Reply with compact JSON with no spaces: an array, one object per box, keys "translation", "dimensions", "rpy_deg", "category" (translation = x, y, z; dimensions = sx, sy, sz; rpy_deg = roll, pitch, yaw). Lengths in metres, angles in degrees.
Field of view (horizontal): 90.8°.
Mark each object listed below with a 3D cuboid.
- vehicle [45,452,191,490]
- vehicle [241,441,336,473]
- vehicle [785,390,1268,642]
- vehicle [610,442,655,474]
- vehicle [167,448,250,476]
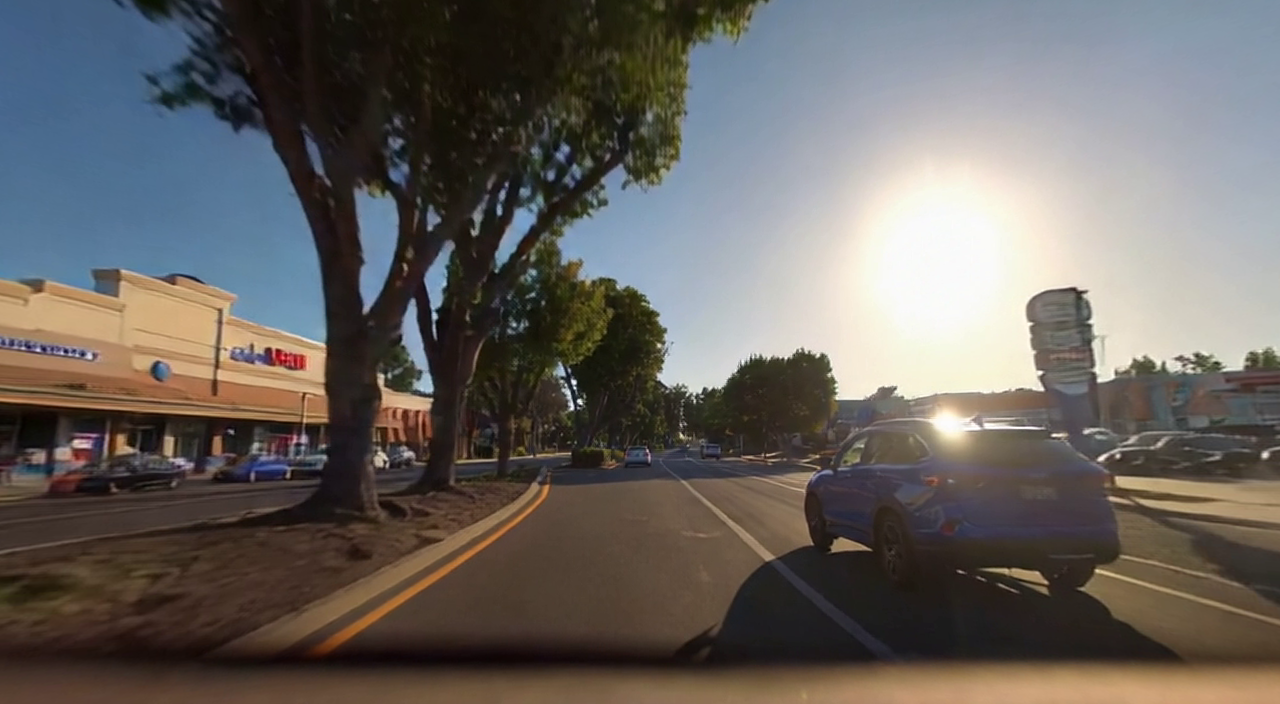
[{"translation":[-22.544,5.135,27.429],"dimensions":[4.625,1.516,2.007],"rpy_deg":[-1,-8,3],"category":"vehicle"},{"translation":[-25.963,7.765,46.826],"dimensions":[5.776,1.932,2.226],"rpy_deg":[-4,-9,1],"category":"vehicle"},{"translation":[3.152,1.432,6.566],"dimensions":[2.110,1.698,4.397],"rpy_deg":[0,-8,-2],"category":"vehicle"},{"translation":[-0.378,5.312,31.866],"dimensions":[2.126,1.475,3.967],"rpy_deg":[0,-8,-1],"category":"vehicle"},{"translation":[-28.778,7.304,42.377],"dimensions":[1.942,1.695,5.231],"rpy_deg":[1,-9,-2],"category":"vehicle"}]
